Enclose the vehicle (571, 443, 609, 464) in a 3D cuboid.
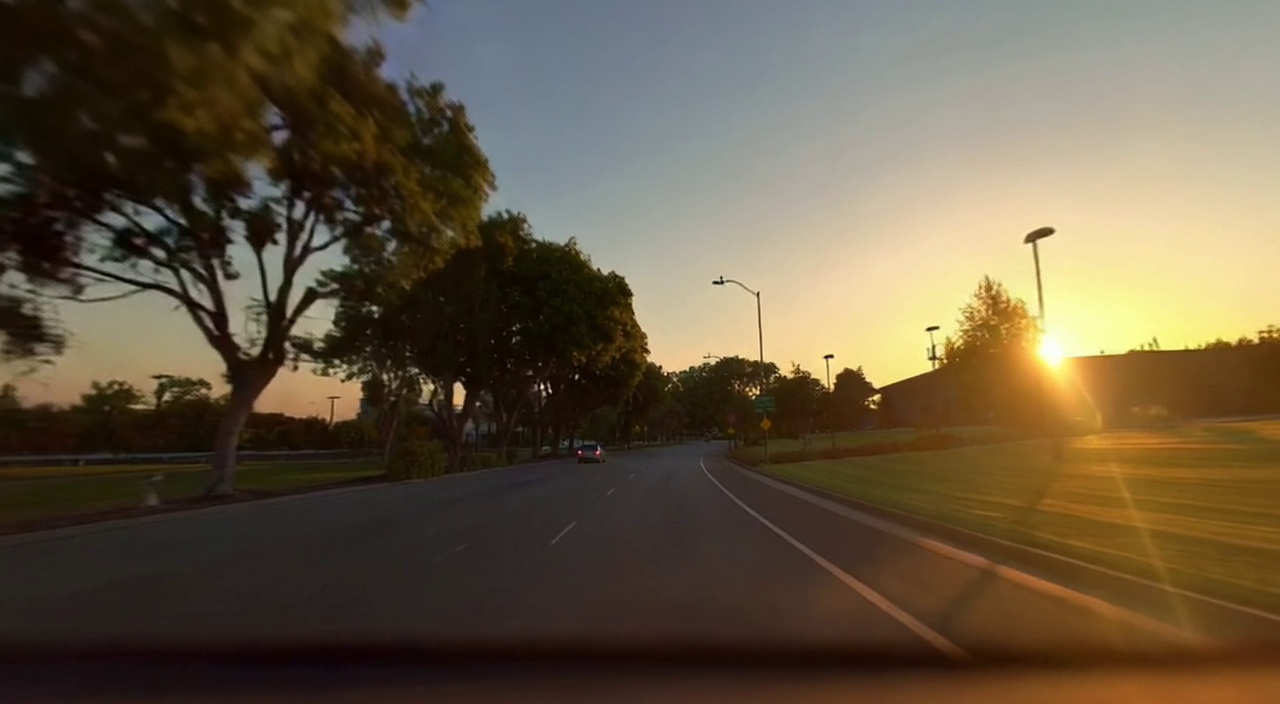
[{"bbox_3d":[-3.604,7.375,46.029,1.945,1.461,4.605,-1,-9,6],"label":"vehicle"}]
